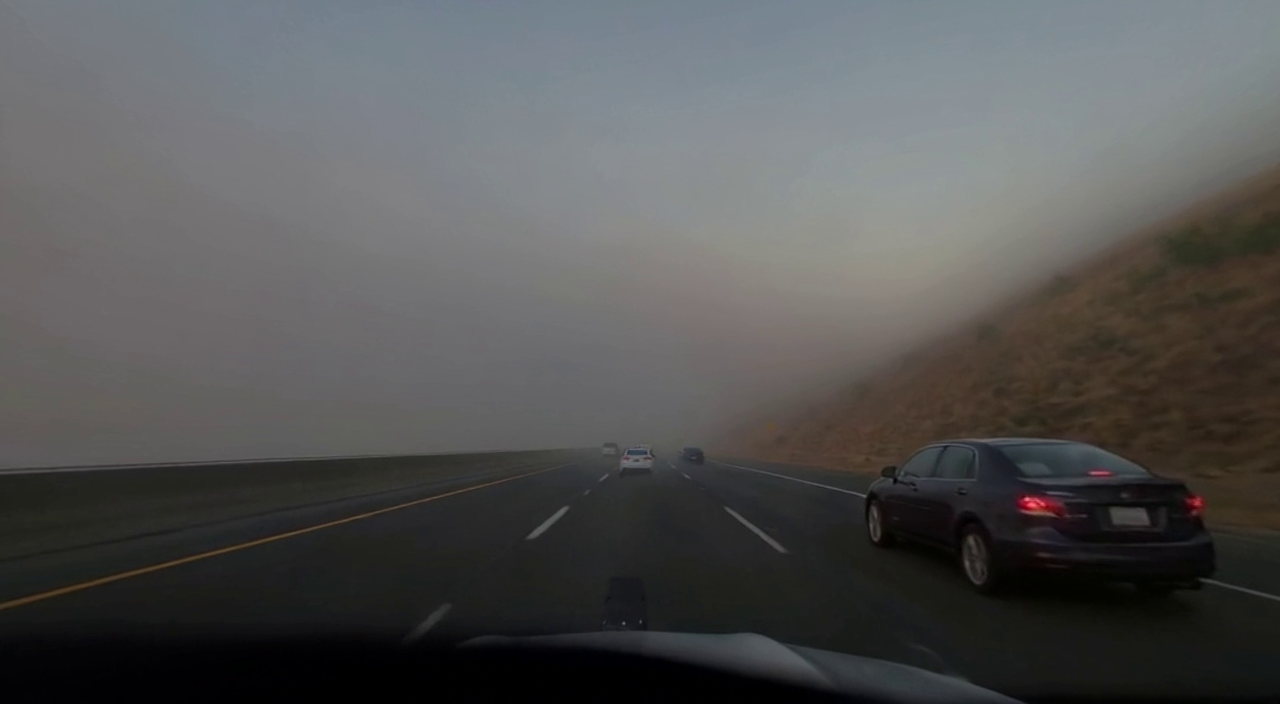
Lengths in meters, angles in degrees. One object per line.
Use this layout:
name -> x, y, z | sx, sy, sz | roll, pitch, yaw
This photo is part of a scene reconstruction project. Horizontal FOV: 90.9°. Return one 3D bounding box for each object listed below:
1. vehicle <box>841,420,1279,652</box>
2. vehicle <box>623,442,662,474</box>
vehicle -> 3.798, 1.529, 6.404 | 2.020, 1.500, 4.416 | 0, -8, 0
vehicle -> 0.163, 5.684, 34.163 | 1.986, 1.576, 4.312 | 0, -8, 1
